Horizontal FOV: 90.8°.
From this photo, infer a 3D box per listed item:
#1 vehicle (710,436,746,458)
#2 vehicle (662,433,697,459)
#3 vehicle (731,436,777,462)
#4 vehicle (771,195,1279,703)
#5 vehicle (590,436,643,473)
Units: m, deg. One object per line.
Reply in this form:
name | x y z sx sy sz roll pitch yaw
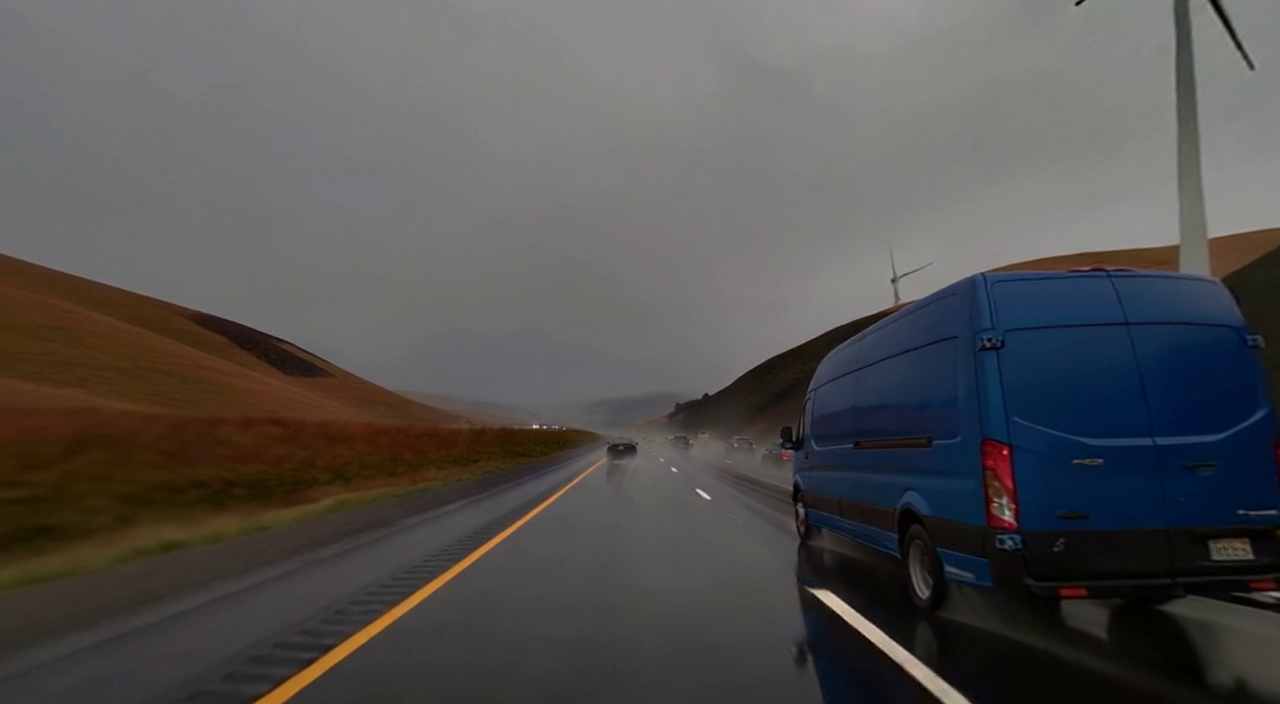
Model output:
vehicle | 6.398 6.944 46.295 1.850 1.475 4.460 0 -8 -1
vehicle | 2.697 6.556 44.289 2.108 1.717 3.996 0 -8 -1
vehicle | 6.890 5.901 38.681 1.858 1.475 4.421 0 -8 -2
vehicle | 3.093 0.860 6.104 2.365 2.630 5.754 0 -8 0
vehicle | -0.933 4.278 26.574 2.082 1.445 3.826 0 -8 -1
